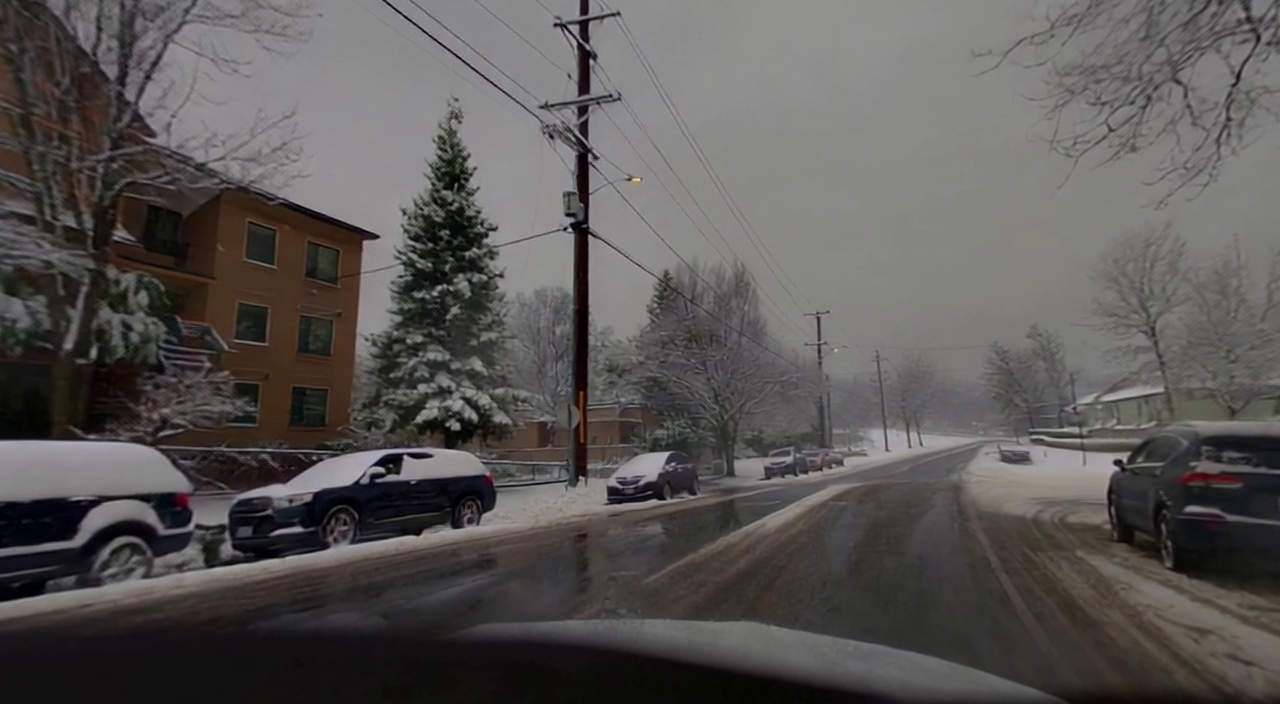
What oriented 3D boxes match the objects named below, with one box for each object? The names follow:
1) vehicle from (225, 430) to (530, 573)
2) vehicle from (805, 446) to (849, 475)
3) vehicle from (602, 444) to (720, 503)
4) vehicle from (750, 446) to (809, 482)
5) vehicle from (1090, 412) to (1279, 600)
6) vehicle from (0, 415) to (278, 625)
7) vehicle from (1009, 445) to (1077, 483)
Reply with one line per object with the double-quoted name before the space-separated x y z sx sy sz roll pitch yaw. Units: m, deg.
"vehicle" -4.141 2.450 10.853 2.068 1.745 4.579 -12 -13 23
"vehicle" 13.699 7.963 46.129 1.953 1.699 4.234 -11 -16 27
"vehicle" 0.841 4.149 21.433 2.017 1.582 4.664 -13 -16 26
"vehicle" 7.786 6.118 34.911 2.011 1.801 4.676 -4 -9 26
"vehicle" 7.216 1.654 7.527 2.180 1.677 4.432 -4 -9 25
"vehicle" -6.579 1.697 6.144 1.973 1.848 5.100 -13 -13 23
"vehicle" 17.568 4.845 27.722 1.964 1.515 4.055 -4 -9 26
